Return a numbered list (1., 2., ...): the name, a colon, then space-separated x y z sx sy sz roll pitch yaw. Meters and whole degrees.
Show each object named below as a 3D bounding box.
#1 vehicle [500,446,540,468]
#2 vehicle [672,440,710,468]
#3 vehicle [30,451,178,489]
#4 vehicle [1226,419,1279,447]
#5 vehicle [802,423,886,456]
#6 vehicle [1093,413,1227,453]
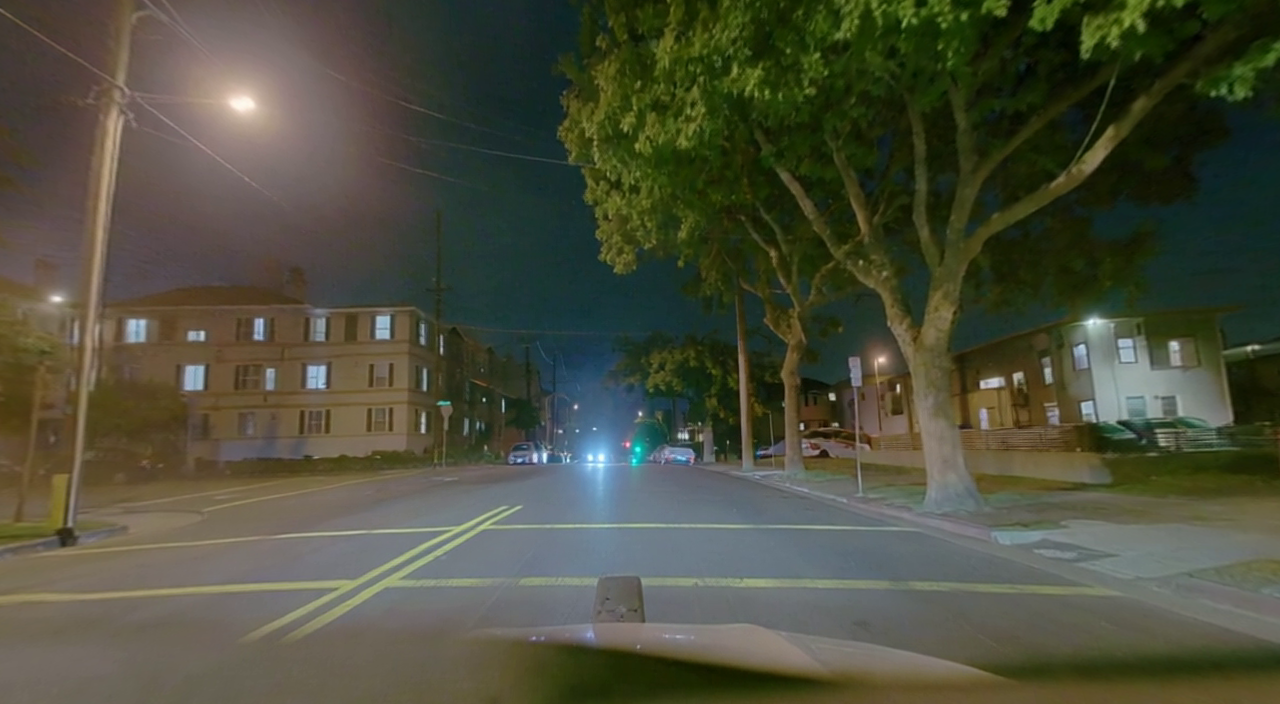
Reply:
1. vehicle: -8.542 7.471 45.199 2.066 1.472 4.353 0 -8 -1
2. vehicle: 3.246 6.619 41.161 1.993 1.755 4.256 0 -8 -2
3. vehicle: -22.298 4.912 26.397 4.424 1.486 1.814 0 -8 -2
4. vehicle: 33.077 4.297 33.357 3.433 1.389 1.683 3 -8 -22
5. vehicle: 11.176 4.792 34.495 4.509 1.664 1.981 6 -10 -35
6. vehicle: 22.388 3.519 27.332 4.002 1.505 2.061 -1 -10 -5
